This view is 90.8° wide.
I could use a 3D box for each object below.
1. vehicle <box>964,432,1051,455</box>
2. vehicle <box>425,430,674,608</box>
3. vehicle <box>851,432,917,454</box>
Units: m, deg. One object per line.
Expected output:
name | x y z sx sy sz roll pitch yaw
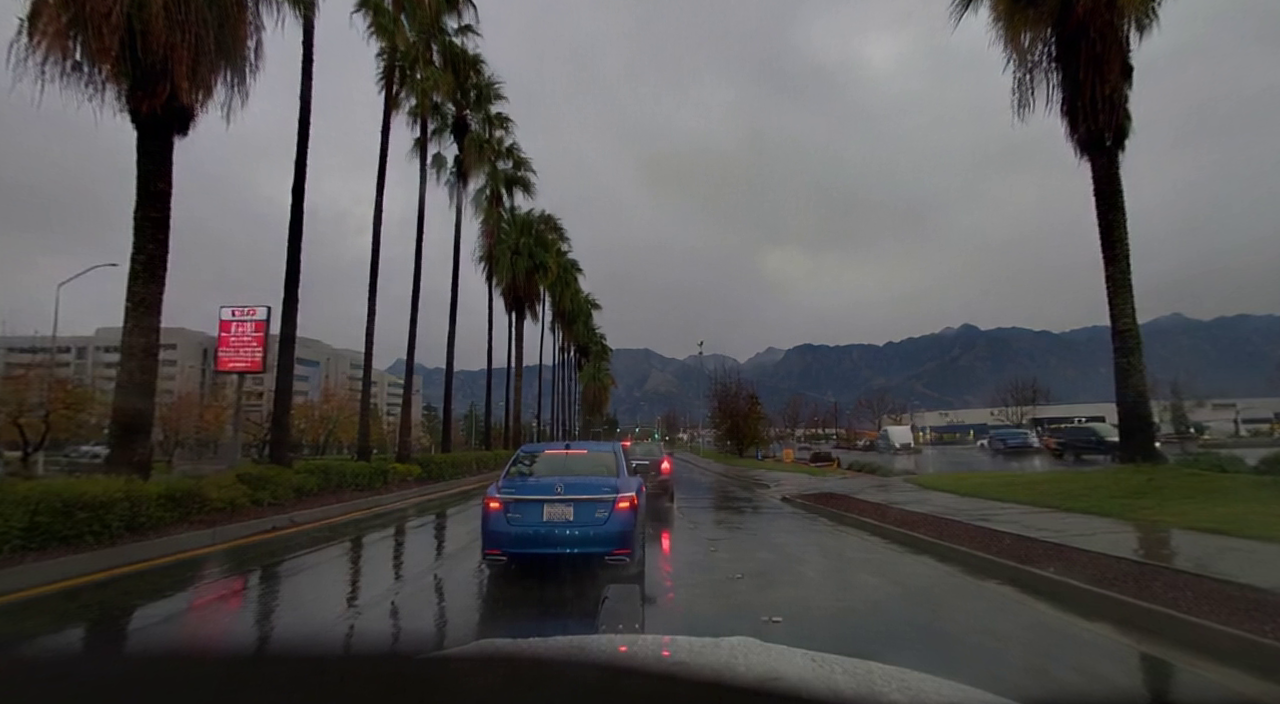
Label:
vehicle | 24.706 6.179 42.584 4.640 1.526 1.961 0 -8 2
vehicle | -0.827 1.685 7.294 2.067 1.459 3.886 0 -8 -2
vehicle | 19.189 7.194 49.800 1.925 1.652 4.490 6 -10 -34
